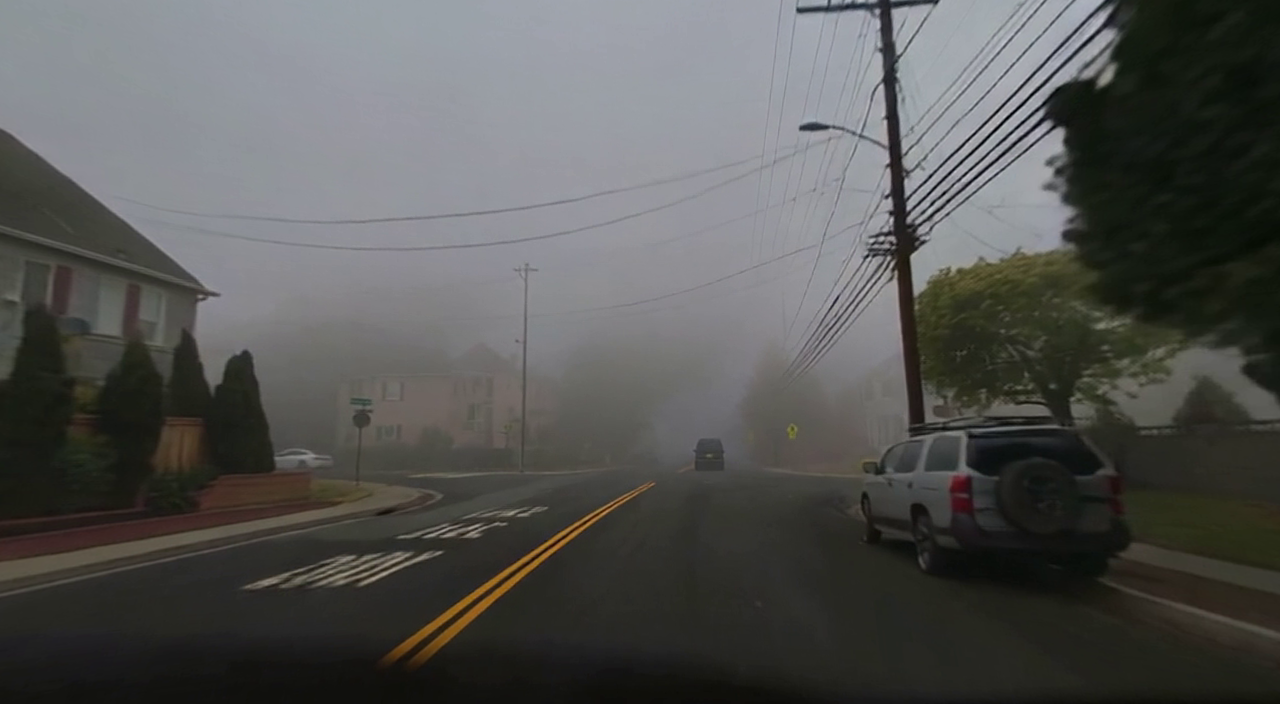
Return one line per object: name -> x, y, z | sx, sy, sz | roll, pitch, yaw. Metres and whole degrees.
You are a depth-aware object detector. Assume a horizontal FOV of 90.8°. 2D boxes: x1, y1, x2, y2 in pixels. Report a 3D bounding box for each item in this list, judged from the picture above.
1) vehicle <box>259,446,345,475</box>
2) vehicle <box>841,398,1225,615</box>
vehicle -> -19.737, 6.340, 37.004 | 3.918, 1.577, 1.972 | -1, -9, 3
vehicle -> 4.106, 1.681, 7.784 | 2.070, 1.847, 4.457 | -1, -9, 4
